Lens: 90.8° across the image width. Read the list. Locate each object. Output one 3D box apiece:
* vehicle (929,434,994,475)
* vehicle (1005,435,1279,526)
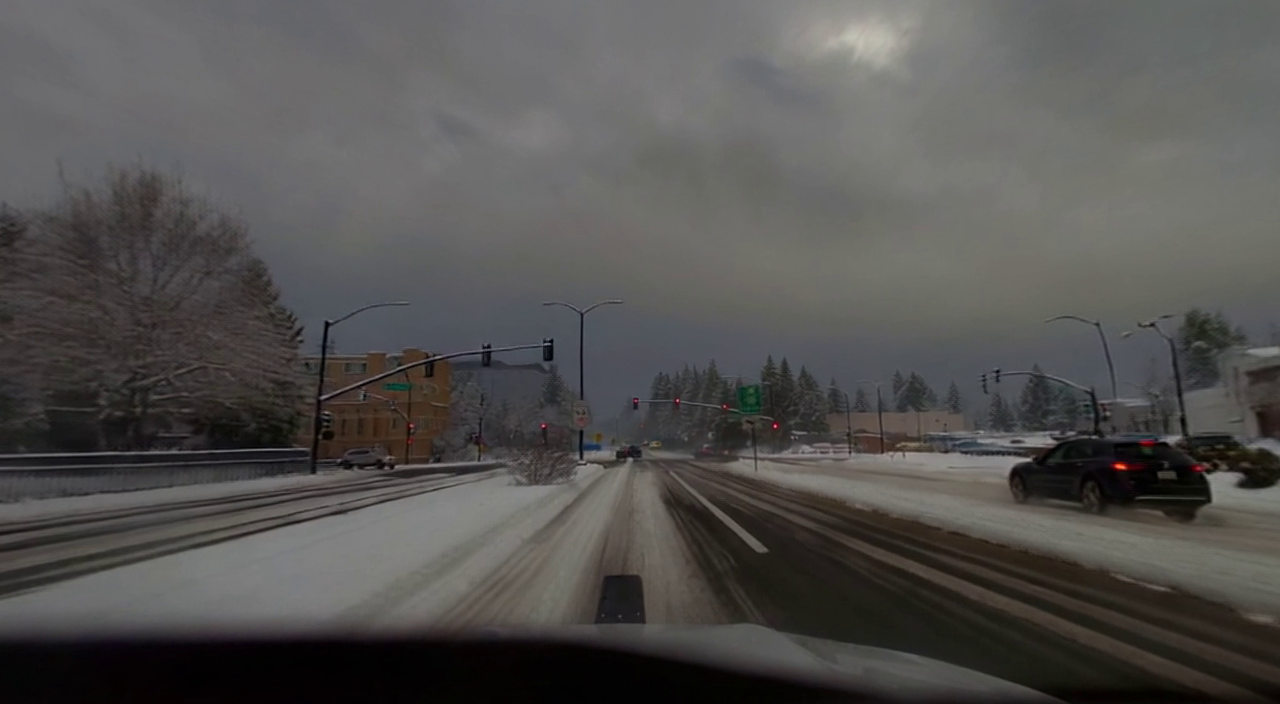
[{"bbox_3d":[15.462,4.926,30.637,1.951,1.843,4.335,-3,-9,16],"label":"vehicle"},{"bbox_3d":[9.732,2.469,12.823,1.933,1.500,4.458,0,-8,-1],"label":"vehicle"}]
